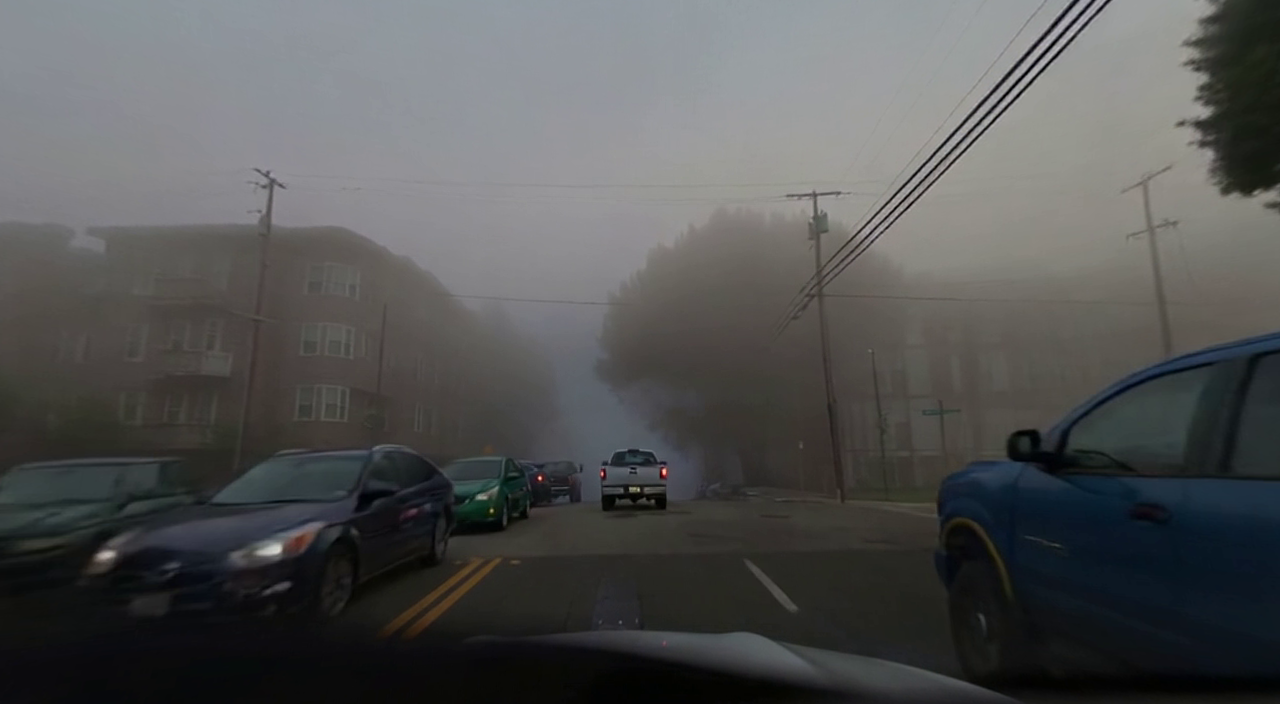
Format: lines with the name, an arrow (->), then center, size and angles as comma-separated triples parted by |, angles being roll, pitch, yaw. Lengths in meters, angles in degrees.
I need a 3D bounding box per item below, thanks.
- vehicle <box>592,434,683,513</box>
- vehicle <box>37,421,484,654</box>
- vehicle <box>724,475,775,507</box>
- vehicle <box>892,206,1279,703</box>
vehicle -> -0.039, 3.463, 18.432 | 2.308, 1.940, 4.125 | -2, -9, 1
vehicle -> -3.086, 1.567, 6.461 | 1.898, 1.539, 4.320 | 0, -9, 0
vehicle -> 5.996, 7.666, 35.131 | 2.023, 1.611, 4.614 | 0, -10, 0
vehicle -> 2.613, 0.586, 1.500 | 2.027, 1.907, 4.736 | 0, -9, 0
